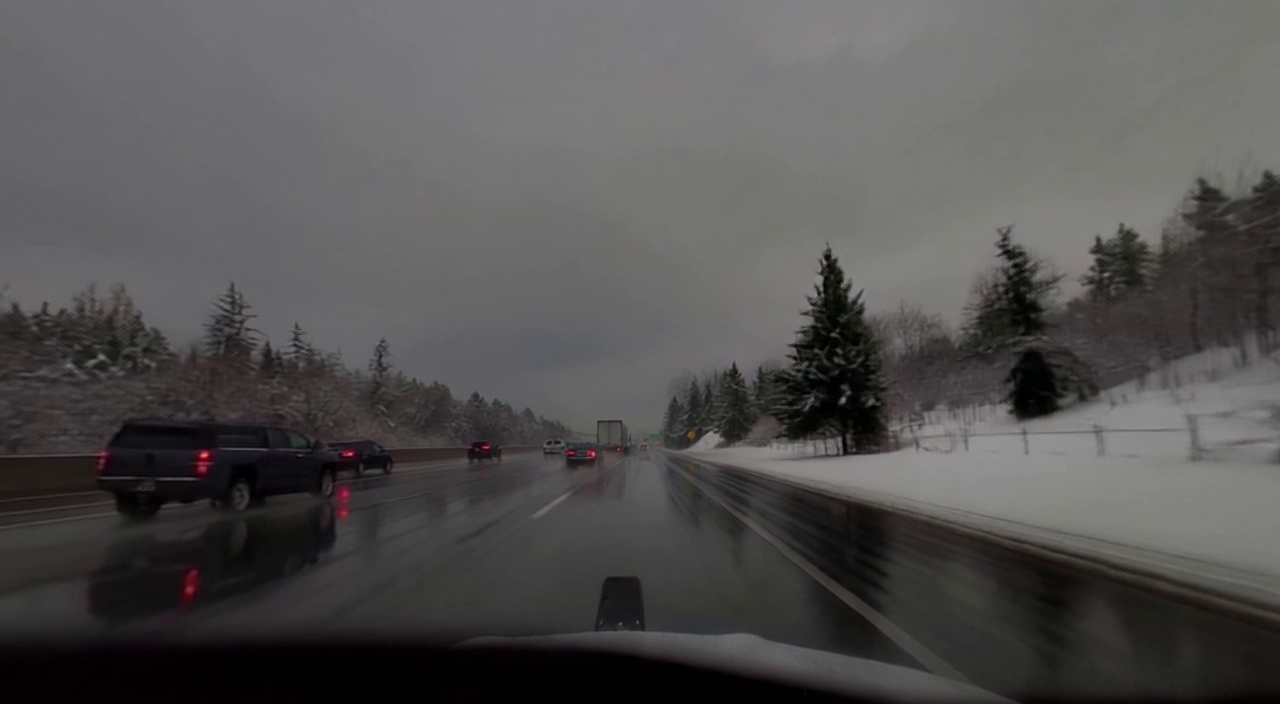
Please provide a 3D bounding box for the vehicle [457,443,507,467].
[{"bbox_3d":[-10.274,6.730,41.362,2.036,1.506,4.358,0,-8,1],"label":"vehicle"}]

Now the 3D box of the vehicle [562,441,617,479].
[{"bbox_3d":[-2.135,4.728,27.760,1.931,1.528,4.126,0,-8,2],"label":"vehicle"}]

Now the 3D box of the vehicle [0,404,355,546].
[{"bbox_3d":[-7.335,1.973,10.823,2.115,1.778,5.572,0,-8,2],"label":"vehicle"}]
